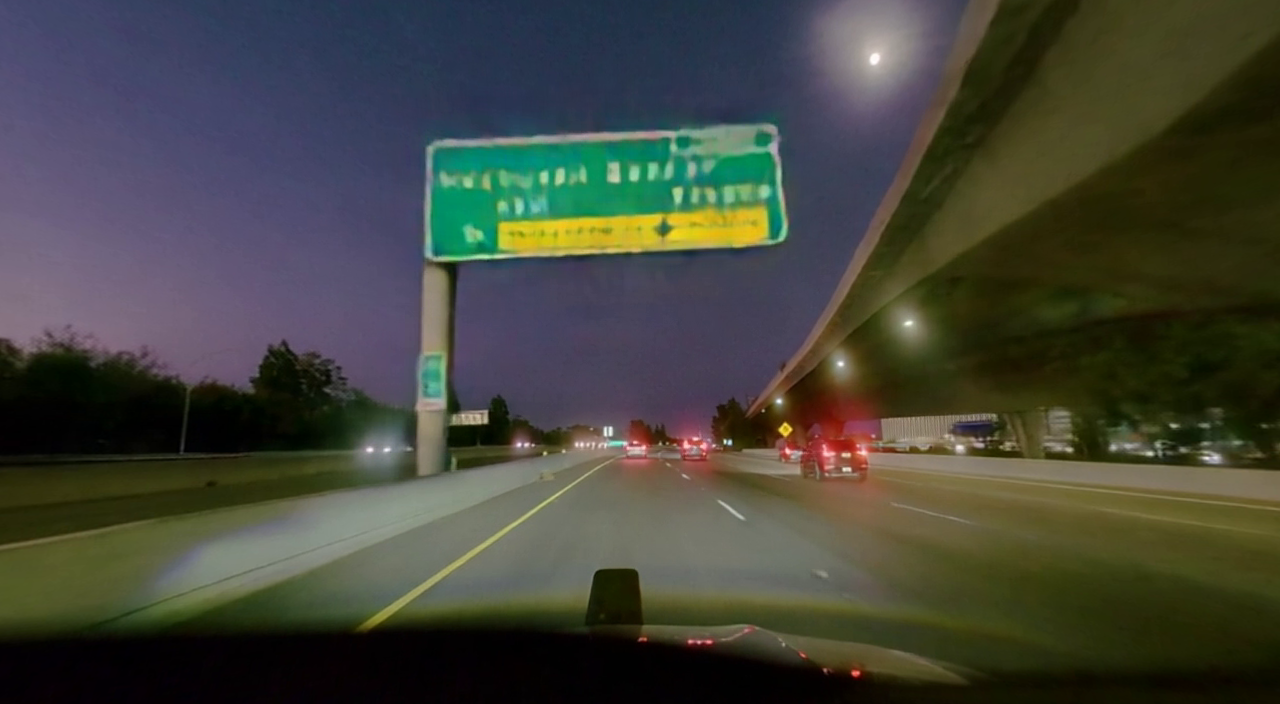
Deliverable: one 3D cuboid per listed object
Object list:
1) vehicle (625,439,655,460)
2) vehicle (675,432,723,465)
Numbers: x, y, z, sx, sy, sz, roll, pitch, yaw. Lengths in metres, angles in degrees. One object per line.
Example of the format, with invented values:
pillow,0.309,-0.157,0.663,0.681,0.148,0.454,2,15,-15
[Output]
vehicle,0.065,7.082,45.881,2.046,1.475,3.784,0,-9,2
vehicle,3.350,5.617,36.748,2.226,1.779,4.835,0,-9,-1
